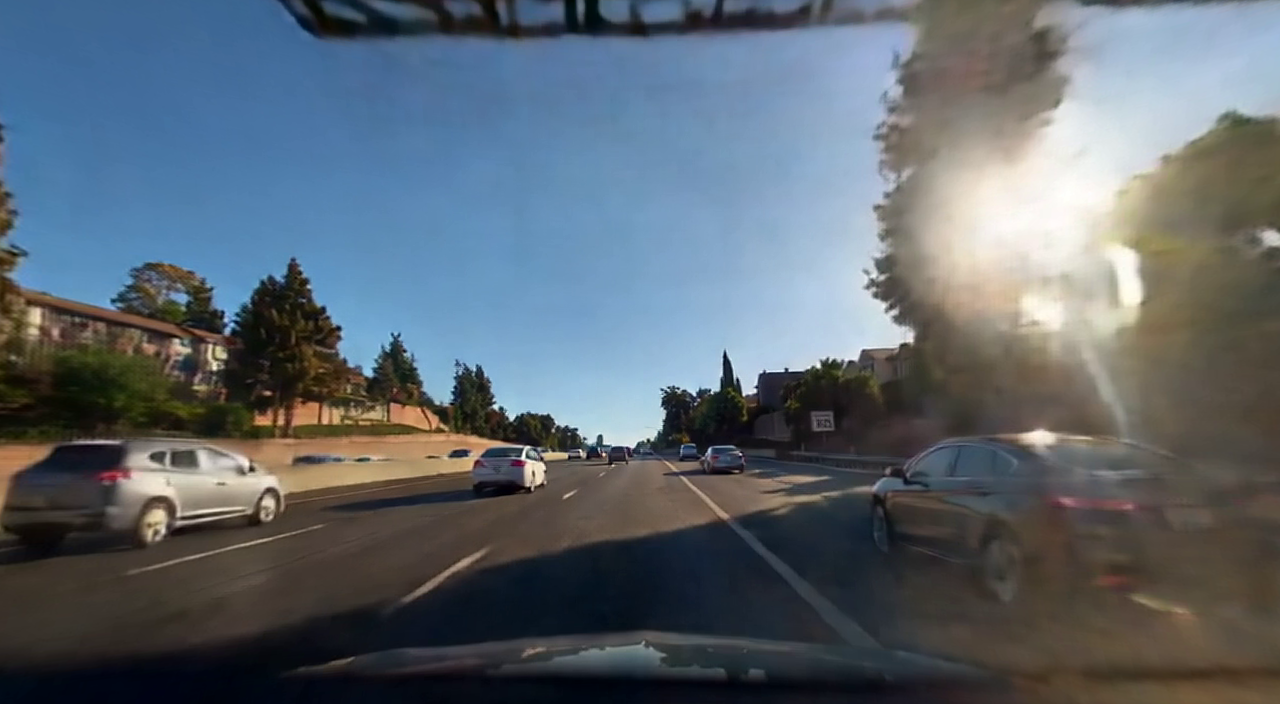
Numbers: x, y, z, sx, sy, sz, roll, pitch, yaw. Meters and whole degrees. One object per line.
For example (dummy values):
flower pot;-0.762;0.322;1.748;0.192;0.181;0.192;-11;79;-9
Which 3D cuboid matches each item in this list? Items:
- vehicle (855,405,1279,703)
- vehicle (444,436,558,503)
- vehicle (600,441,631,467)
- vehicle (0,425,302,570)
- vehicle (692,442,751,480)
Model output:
vehicle;3.560;1.344;5.415;1.912;1.509;4.291;0;-8;0
vehicle;-3.622;3.150;17.378;2.136;1.571;4.285;0;-8;0
vehicle;-1.745;7.365;45.869;2.183;1.764;4.134;0;-8;-1
vehicle;-7.394;2.020;9.595;2.057;1.681;4.277;0;-8;1
vehicle;3.265;4.417;25.901;1.854;1.438;3.954;0;-8;0
